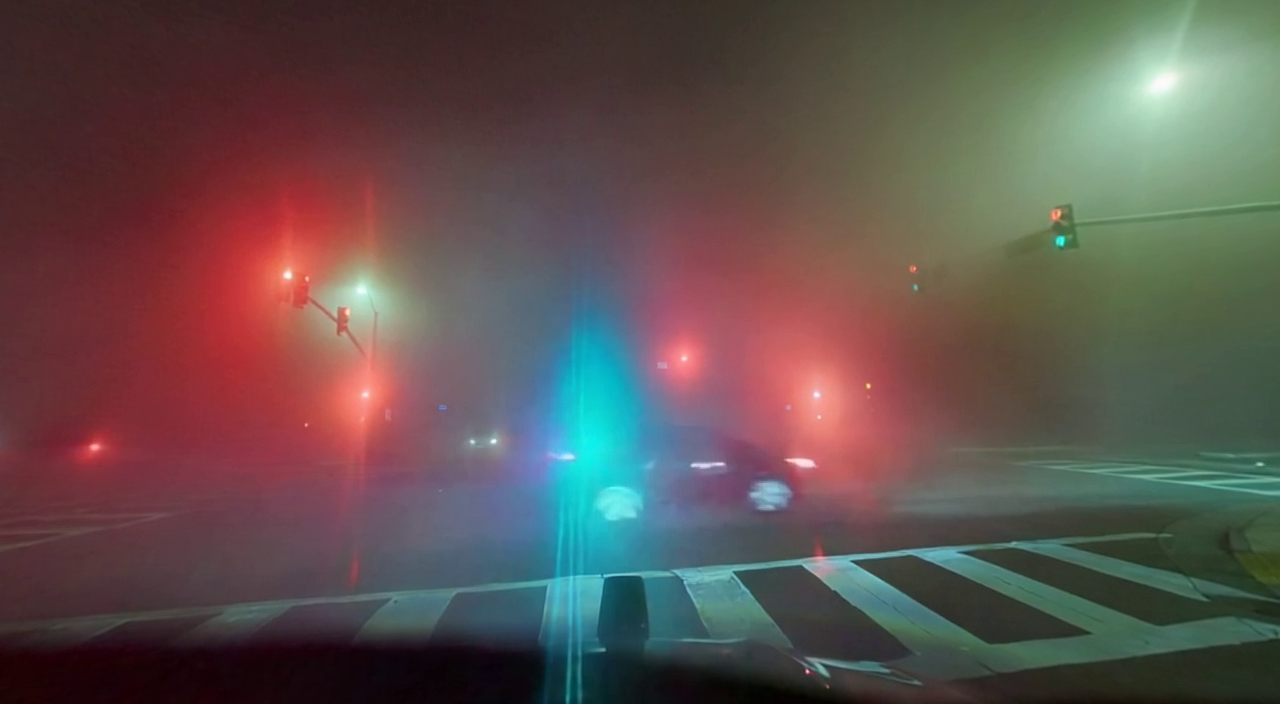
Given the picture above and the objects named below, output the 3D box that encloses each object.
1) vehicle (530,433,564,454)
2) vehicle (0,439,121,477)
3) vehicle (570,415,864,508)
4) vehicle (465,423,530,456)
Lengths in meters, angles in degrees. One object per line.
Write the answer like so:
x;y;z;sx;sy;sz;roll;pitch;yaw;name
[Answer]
-7.259;7.194;49.513;2.054;1.536;3.927;0;-9;-1;vehicle
-23.745;4.166;24.917;4.510;1.431;1.884;2;-9;-11;vehicle
1.360;2.097;12.387;5.300;1.584;2.142;1;-9;-9;vehicle
-8.659;5.436;38.817;2.000;1.864;5.044;-2;-9;10;vehicle
